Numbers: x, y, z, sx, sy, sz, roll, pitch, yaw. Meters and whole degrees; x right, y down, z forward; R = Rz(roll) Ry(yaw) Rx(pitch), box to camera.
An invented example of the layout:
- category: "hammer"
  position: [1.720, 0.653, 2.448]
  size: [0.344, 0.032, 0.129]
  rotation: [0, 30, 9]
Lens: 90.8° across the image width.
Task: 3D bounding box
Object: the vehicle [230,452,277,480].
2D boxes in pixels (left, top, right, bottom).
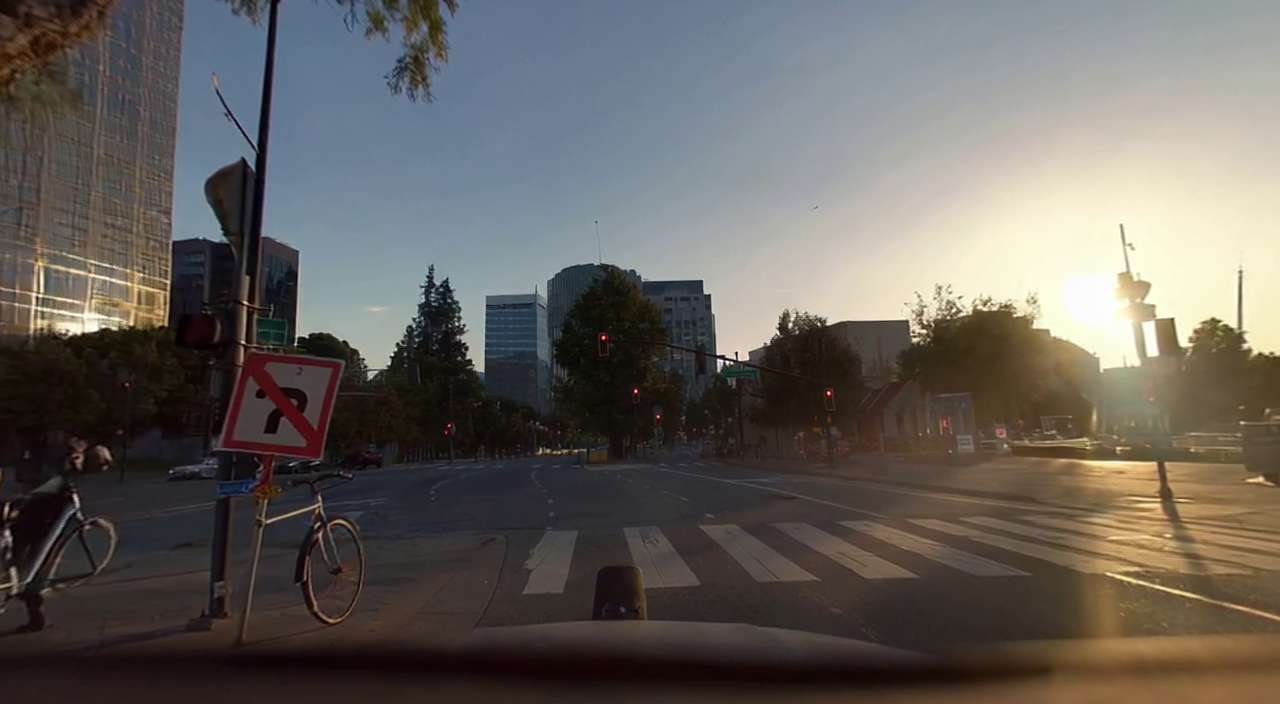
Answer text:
- category: "vehicle"
  position: [-28.206, 8.225, 46.050]
  size: [2.199, 1.838, 4.222]
  rotation: [6, -10, -40]

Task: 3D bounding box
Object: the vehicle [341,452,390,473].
- category: "vehicle"
  position: [-21.577, 8.638, 49.555]
  size: [2.123, 1.544, 4.158]
  rotation: [8, -11, -43]
